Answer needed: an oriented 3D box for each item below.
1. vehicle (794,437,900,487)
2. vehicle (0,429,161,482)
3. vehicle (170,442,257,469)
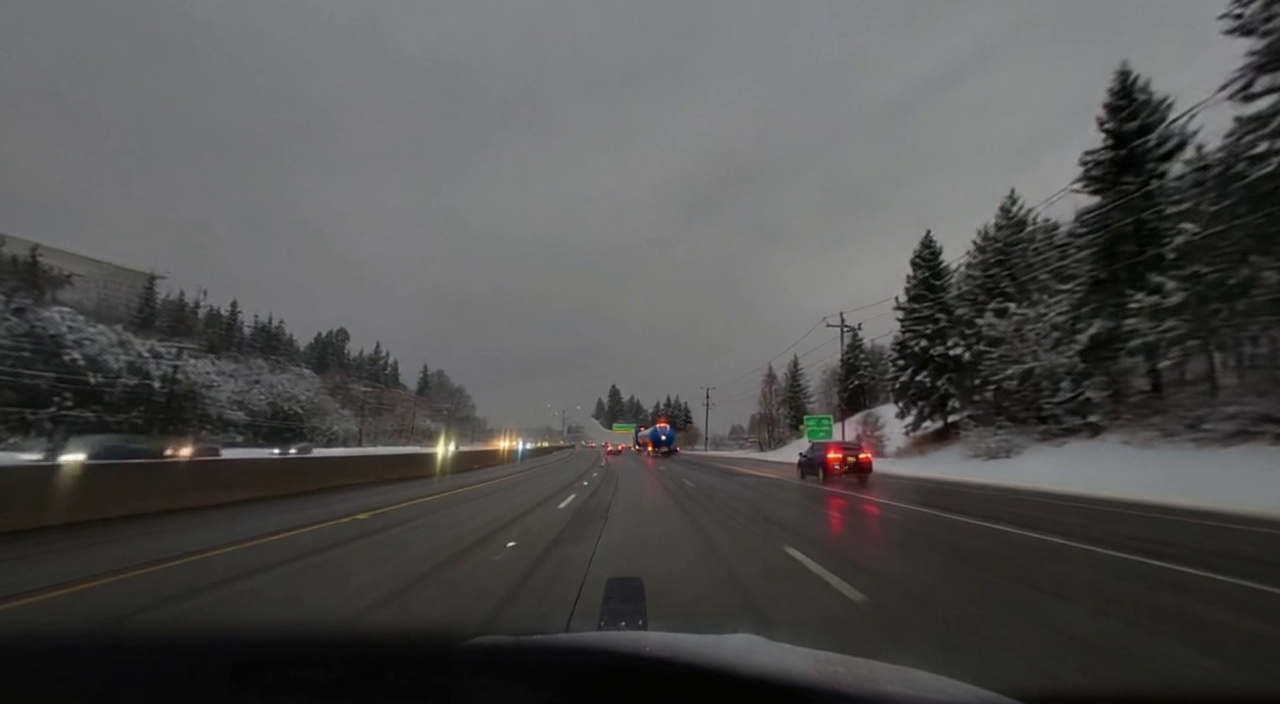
[{"bbox_3d":[6.806,3.656,21.358,1.905,1.480,4.624,0,-8,-2],"label":"vehicle"},{"bbox_3d":[-21.411,3.959,24.318,2.046,1.806,4.883,0,-8,-1],"label":"vehicle"},{"bbox_3d":[-25.347,6.162,37.711,2.173,1.484,4.570,0,-8,-2],"label":"vehicle"}]
